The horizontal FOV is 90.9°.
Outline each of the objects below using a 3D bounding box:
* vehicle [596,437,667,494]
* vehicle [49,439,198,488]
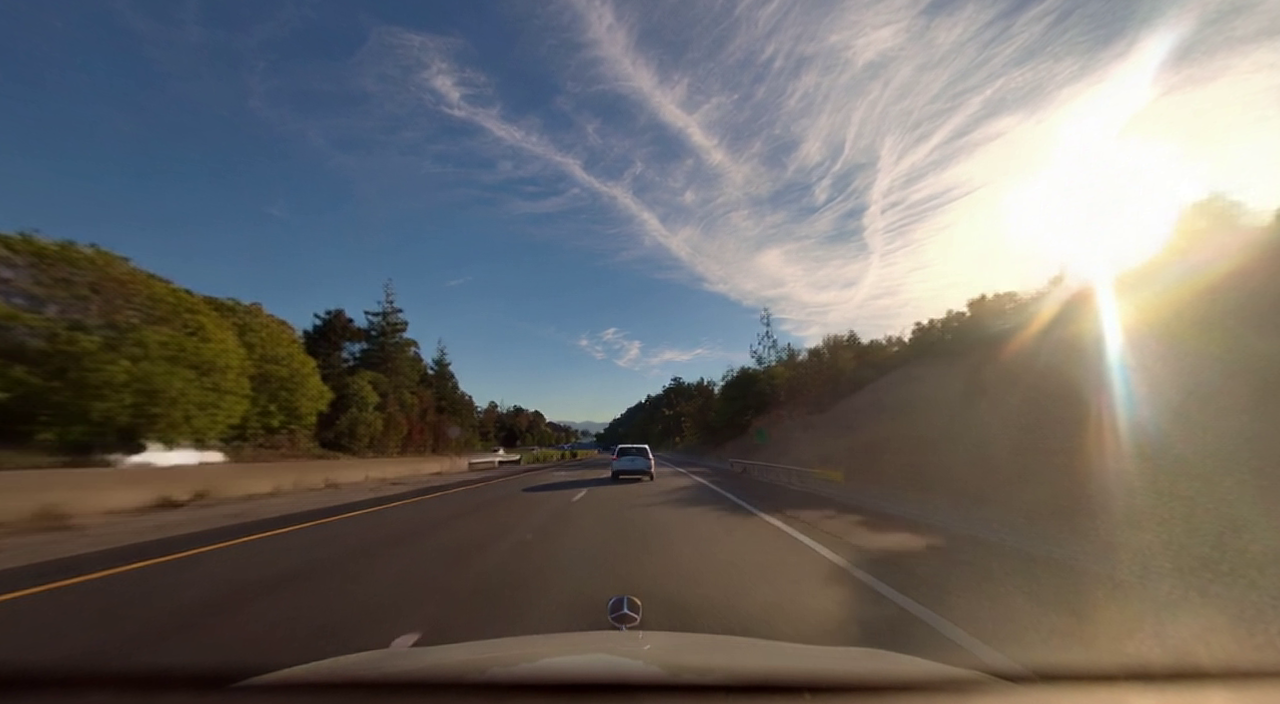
[{"bbox_3d":[-0.233,3.776,21.359,2.135,1.686,4.517,0,-9,1],"label":"vehicle"},{"bbox_3d":[-17.317,3.727,21.391,1.794,1.488,3.770,0,-9,0],"label":"vehicle"}]
